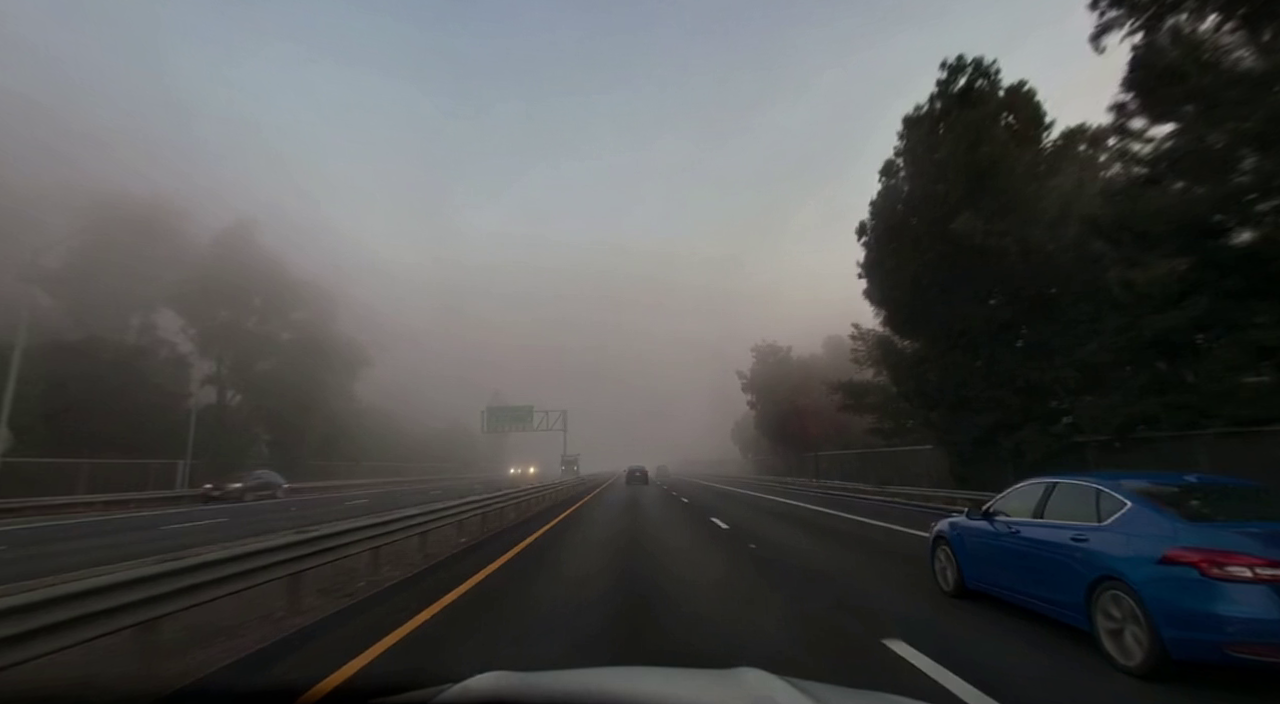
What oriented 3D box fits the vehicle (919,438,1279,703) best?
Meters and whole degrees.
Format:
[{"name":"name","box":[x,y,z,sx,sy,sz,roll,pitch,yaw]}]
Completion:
[{"name":"vehicle","box":[4.109,1.541,4.942,1.938,1.494,4.032,1,-11,-1]}]

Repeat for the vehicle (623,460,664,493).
[{"name":"vehicle","box":[0.125,6.604,33.550,2.037,1.605,3.833,1,-11,-1]}]

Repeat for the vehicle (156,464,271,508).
[{"name":"vehicle","box":[-16.263,5.116,24.264,1.883,1.480,3.539,1,-11,-1]}]
